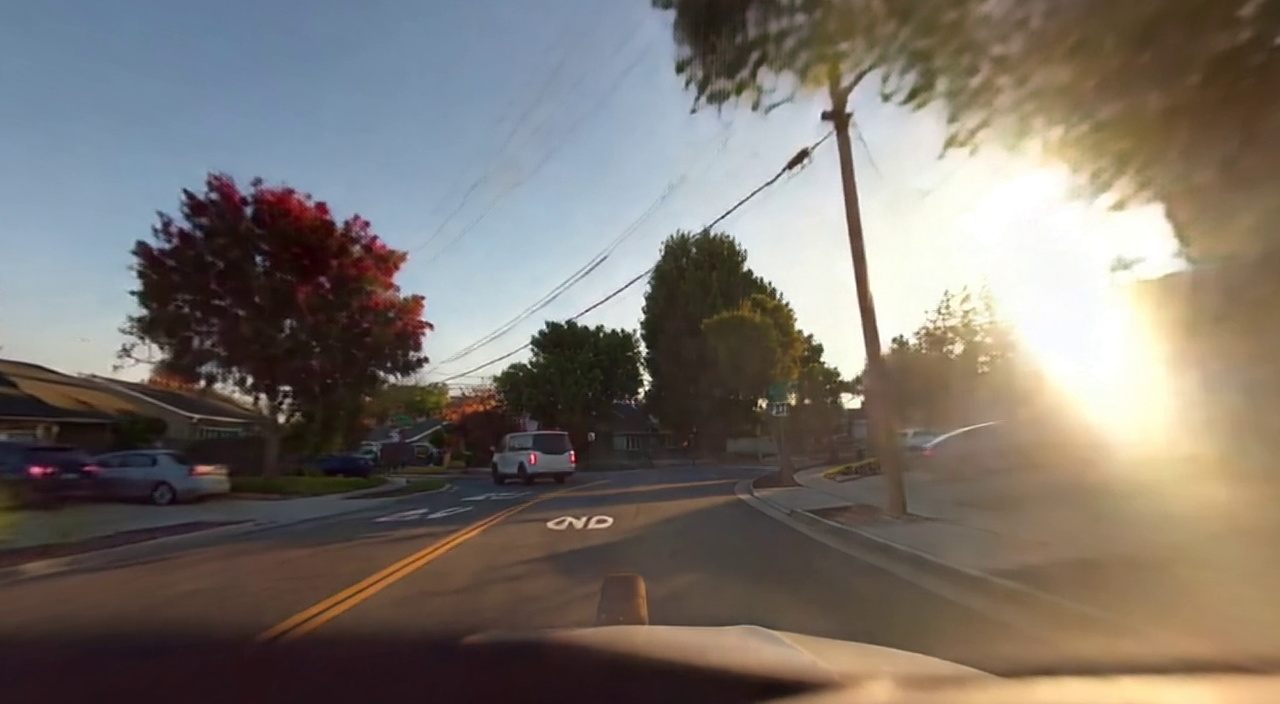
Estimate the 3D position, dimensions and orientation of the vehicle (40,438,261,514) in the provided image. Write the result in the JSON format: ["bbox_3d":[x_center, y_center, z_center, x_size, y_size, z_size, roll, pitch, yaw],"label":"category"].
[{"bbox_3d":[-13.969,3.641,18.316,4.550,1.655,2.143,-4,-15,-2],"label":"vehicle"}]

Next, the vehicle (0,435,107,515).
[{"bbox_3d":[-16.676,2.987,15.628,4.881,1.828,2.111,1,-9,-3],"label":"vehicle"}]

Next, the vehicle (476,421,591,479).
[{"bbox_3d":[-6.449,5.776,37.439,2.929,3.058,7.559,8,-12,-43],"label":"vehicle"}]

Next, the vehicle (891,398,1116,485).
[{"bbox_3d":[9.662,2.451,17.141,4.658,1.536,2.090,-8,-10,0],"label":"vehicle"}]
